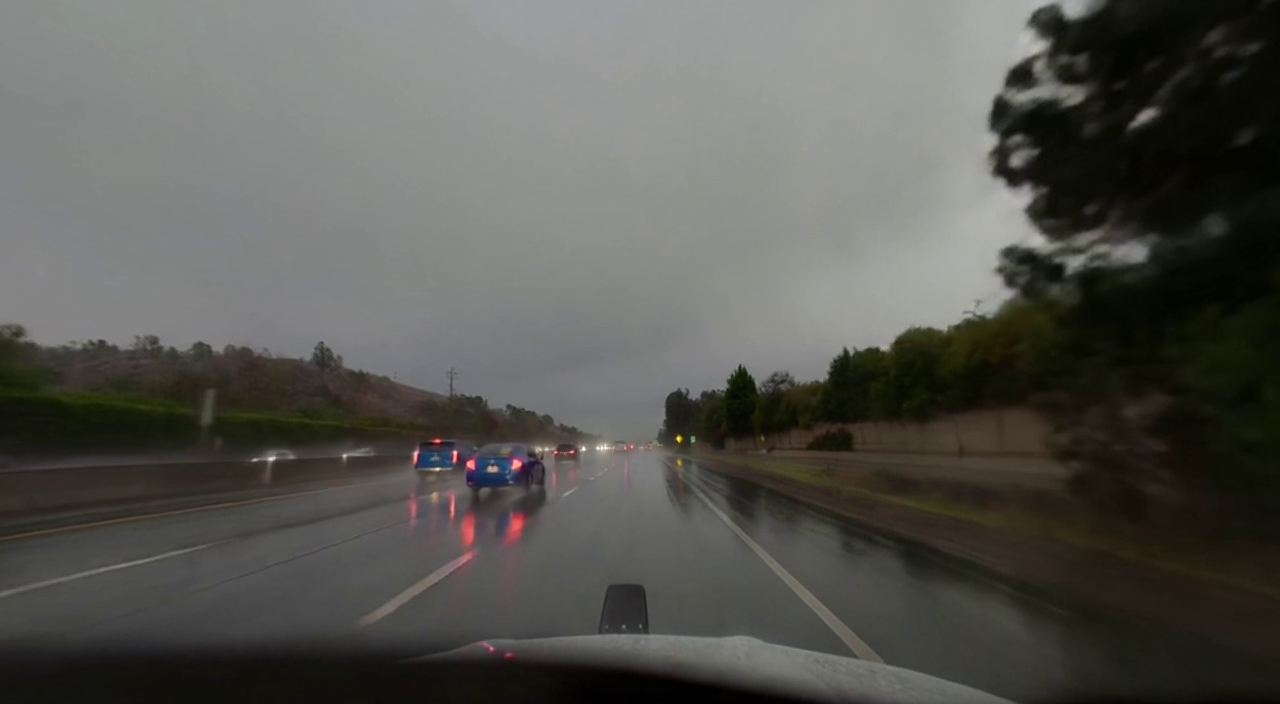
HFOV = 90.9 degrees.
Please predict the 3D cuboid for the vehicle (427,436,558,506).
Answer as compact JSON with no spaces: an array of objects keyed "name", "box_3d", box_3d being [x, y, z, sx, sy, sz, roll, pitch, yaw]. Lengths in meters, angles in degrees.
[{"name":"vehicle","box_3d":[-3.575,2.993,16.389,2.081,1.514,4.943,0,-8,1]}]
